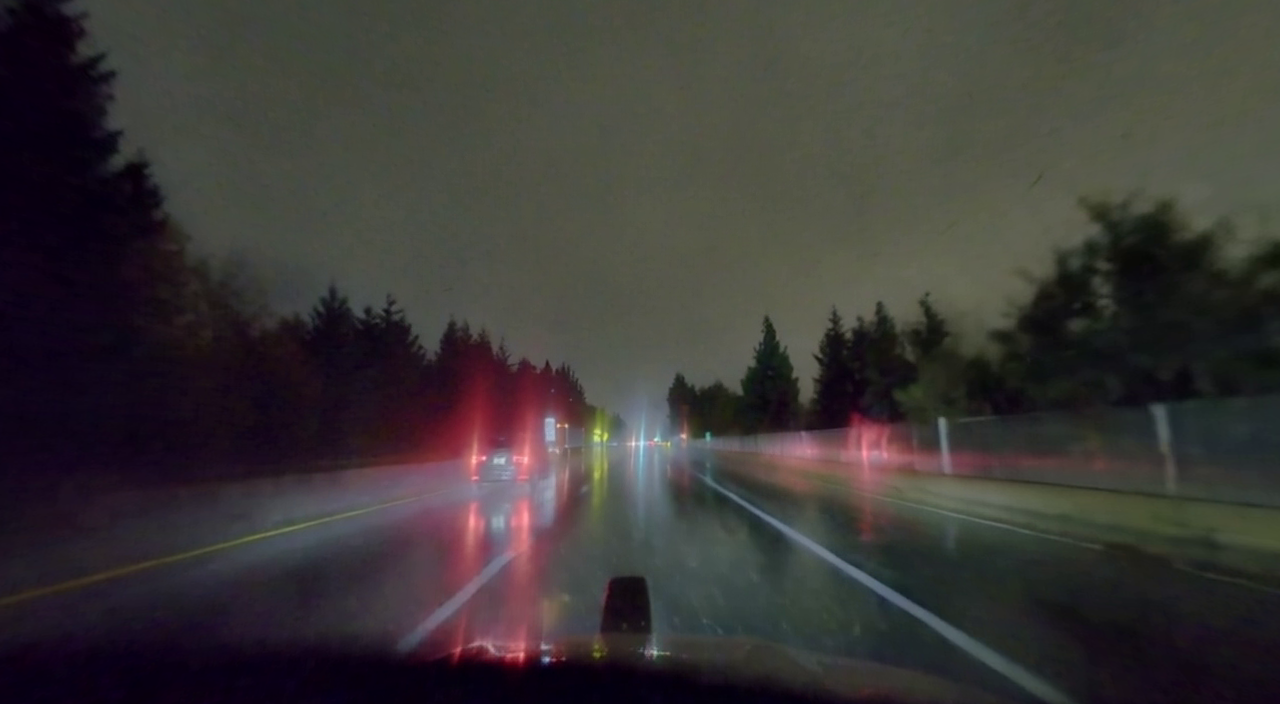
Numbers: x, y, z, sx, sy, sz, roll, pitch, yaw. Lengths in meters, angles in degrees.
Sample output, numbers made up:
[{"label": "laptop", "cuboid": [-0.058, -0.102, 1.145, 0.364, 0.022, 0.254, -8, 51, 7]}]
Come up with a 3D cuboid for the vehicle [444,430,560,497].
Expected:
[{"label": "vehicle", "cuboid": [-3.487, 2.896, 16.782, 2.051, 1.531, 4.250, 0, -8, 1]}]
